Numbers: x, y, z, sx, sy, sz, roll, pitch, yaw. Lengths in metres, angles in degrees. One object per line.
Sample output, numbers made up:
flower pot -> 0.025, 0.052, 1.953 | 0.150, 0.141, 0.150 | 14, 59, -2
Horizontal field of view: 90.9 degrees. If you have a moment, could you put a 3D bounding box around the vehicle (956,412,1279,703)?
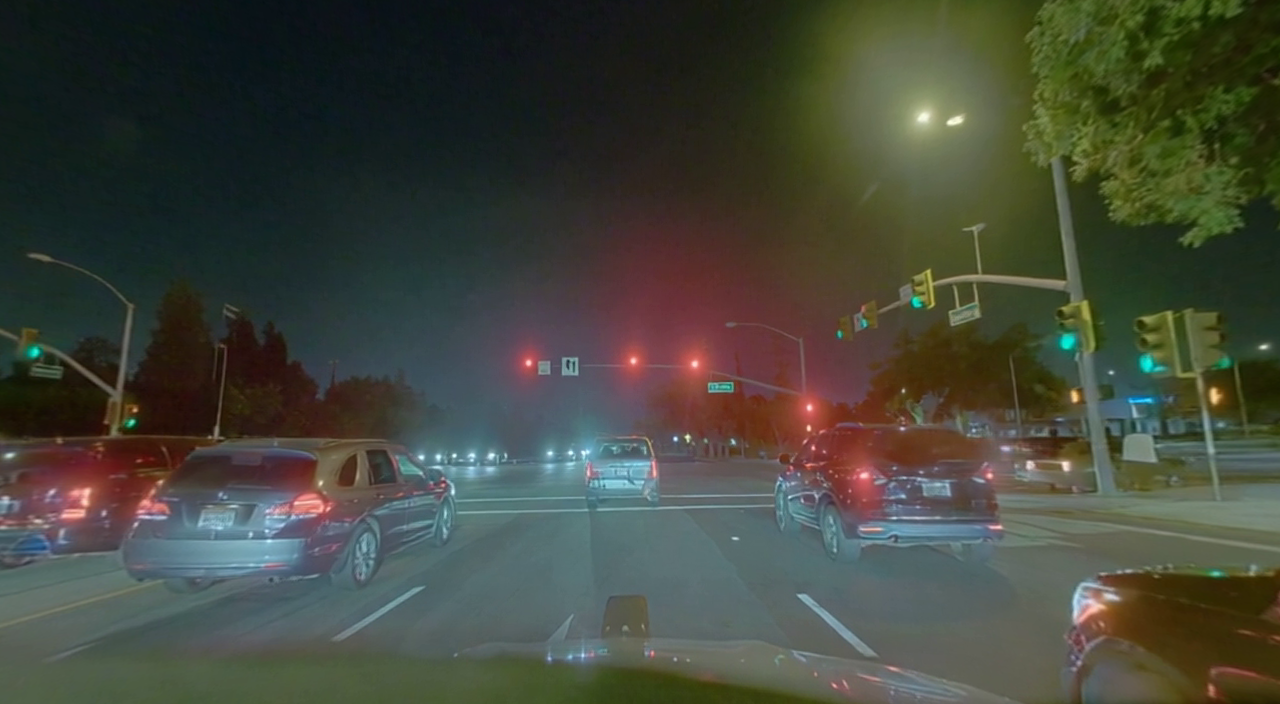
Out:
vehicle -> 3.228, 0.941, 2.193 | 1.960, 1.460, 4.233 | 0, -8, -1

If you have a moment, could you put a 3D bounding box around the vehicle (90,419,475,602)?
vehicle -> -3.538, 1.637, 7.462 | 1.941, 1.492, 4.399 | 0, -8, 1

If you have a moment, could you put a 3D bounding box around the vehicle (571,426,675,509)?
vehicle -> -0.366, 2.751, 15.467 | 2.215, 1.749, 3.976 | 0, -8, 0

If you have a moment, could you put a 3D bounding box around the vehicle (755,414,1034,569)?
vehicle -> 3.269, 1.881, 9.342 | 2.097, 1.707, 4.461 | 0, -8, -2
